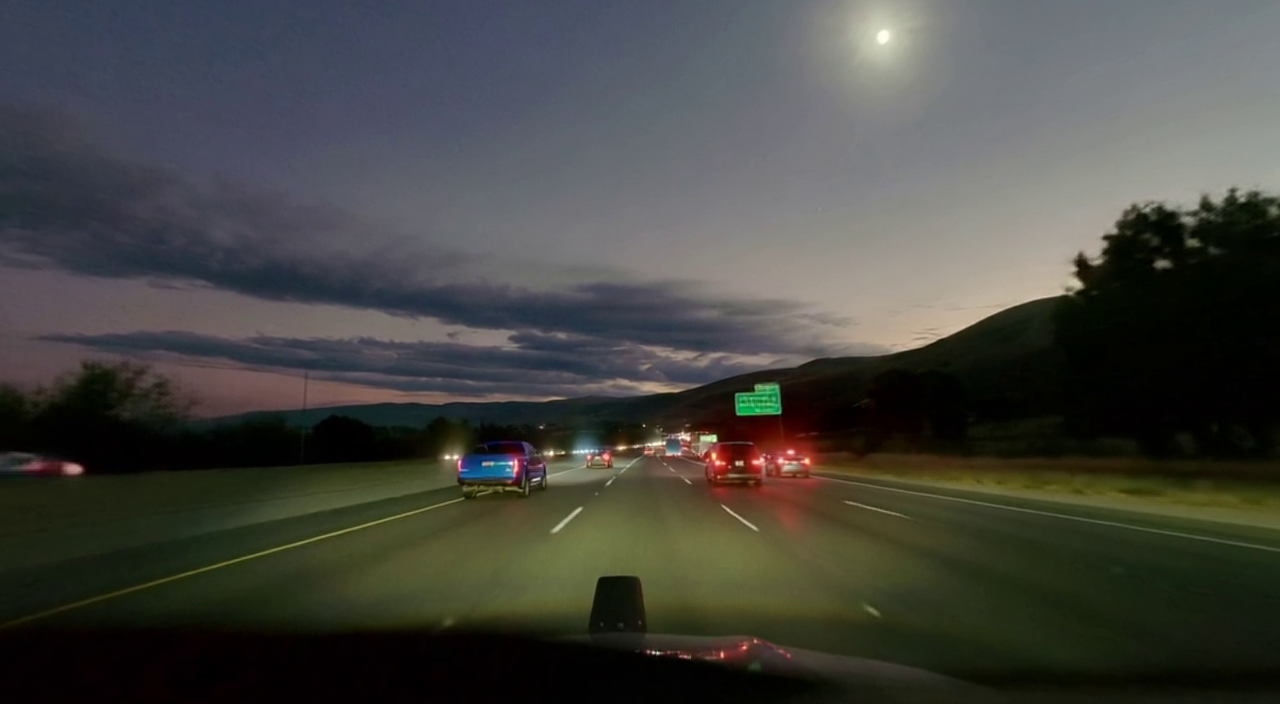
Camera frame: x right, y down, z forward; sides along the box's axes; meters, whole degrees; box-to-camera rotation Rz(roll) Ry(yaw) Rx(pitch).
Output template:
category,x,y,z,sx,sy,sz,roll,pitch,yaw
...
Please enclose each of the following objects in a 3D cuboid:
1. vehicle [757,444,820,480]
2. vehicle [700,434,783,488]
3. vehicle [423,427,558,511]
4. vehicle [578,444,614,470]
category,x,y,z,sx,sy,sz,roll,pitch,yaw
vehicle,7.740,5.769,33.421,2.104,1.724,4.701,0,-8,-1
vehicle,4.032,4.463,26.278,2.424,1.952,5.611,0,-8,-1
vehicle,-3.683,2.997,16.749,2.227,1.853,5.161,-1,-8,1
vehicle,-3.182,7.683,46.254,2.235,1.785,4.386,-1,-8,1
